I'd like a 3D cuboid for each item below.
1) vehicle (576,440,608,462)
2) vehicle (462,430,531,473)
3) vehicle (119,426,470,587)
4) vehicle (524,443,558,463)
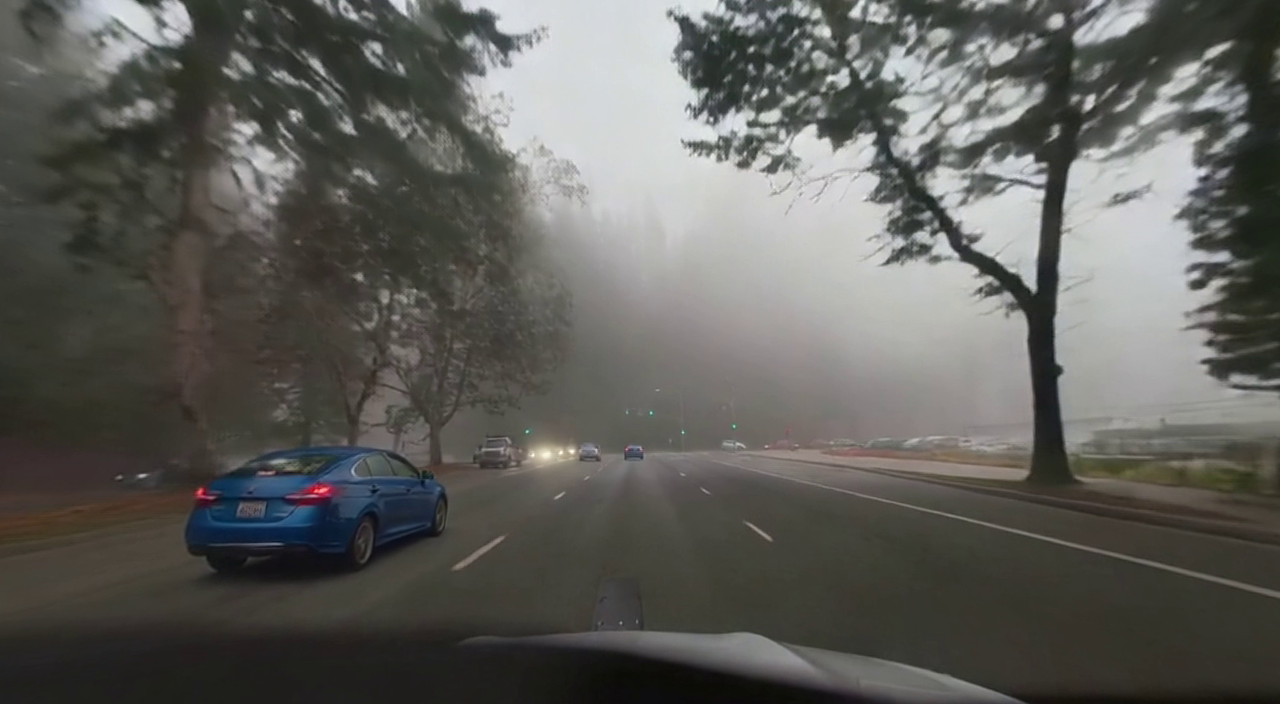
[{"bbox_3d":[-3.591,7.521,48.085,2.103,1.592,4.160,0,-9,1],"label":"vehicle"},{"bbox_3d":[-7.449,5.285,33.628,2.274,2.040,6.031,1,-9,0],"label":"vehicle"},{"bbox_3d":[-3.705,1.724,7.927,1.905,1.418,4.396,1,-9,0],"label":"vehicle"},{"bbox_3d":[-7.769,7.993,49.977,1.920,1.456,4.534,0,-9,0],"label":"vehicle"}]
